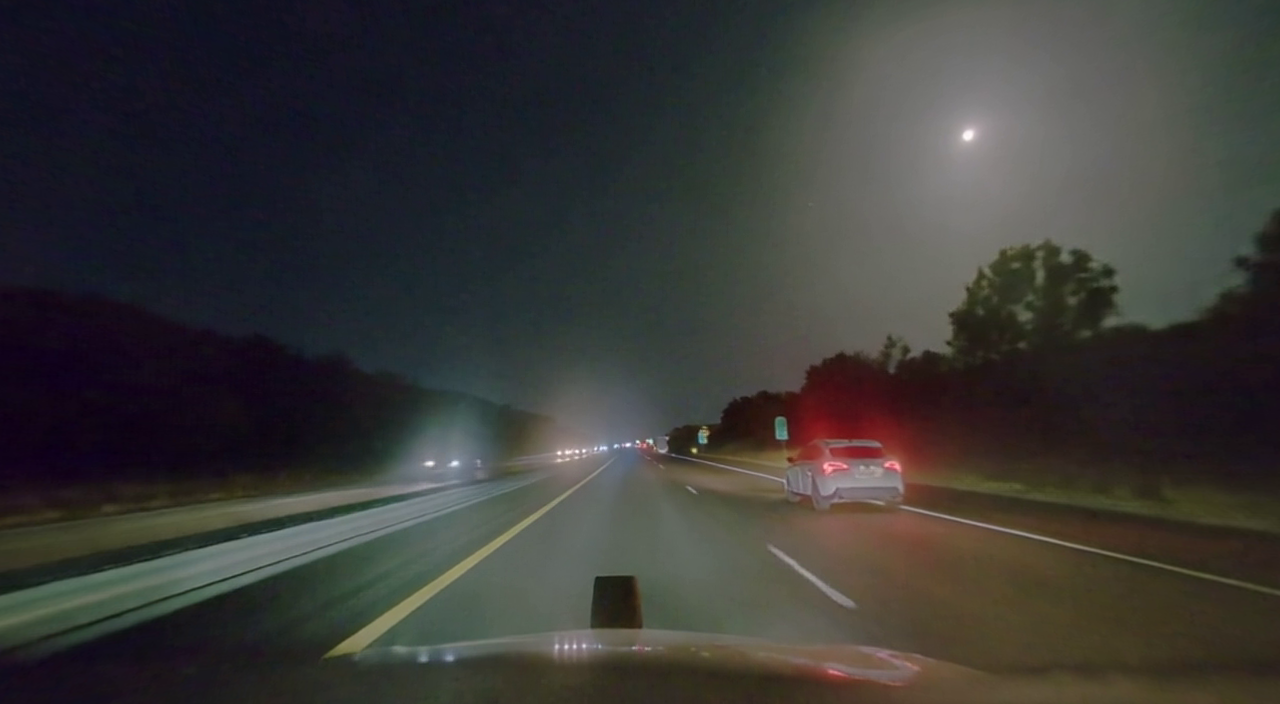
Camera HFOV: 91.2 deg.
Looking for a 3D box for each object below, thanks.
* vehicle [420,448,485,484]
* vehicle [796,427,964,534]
[{"bbox_3d":[-9.094,5.546,30.839,1.963,1.577,4.320,0,-9,-1],"label":"vehicle"},{"bbox_3d":[4.065,2.220,11.418,2.001,1.555,4.098,-2,-9,9],"label":"vehicle"}]
